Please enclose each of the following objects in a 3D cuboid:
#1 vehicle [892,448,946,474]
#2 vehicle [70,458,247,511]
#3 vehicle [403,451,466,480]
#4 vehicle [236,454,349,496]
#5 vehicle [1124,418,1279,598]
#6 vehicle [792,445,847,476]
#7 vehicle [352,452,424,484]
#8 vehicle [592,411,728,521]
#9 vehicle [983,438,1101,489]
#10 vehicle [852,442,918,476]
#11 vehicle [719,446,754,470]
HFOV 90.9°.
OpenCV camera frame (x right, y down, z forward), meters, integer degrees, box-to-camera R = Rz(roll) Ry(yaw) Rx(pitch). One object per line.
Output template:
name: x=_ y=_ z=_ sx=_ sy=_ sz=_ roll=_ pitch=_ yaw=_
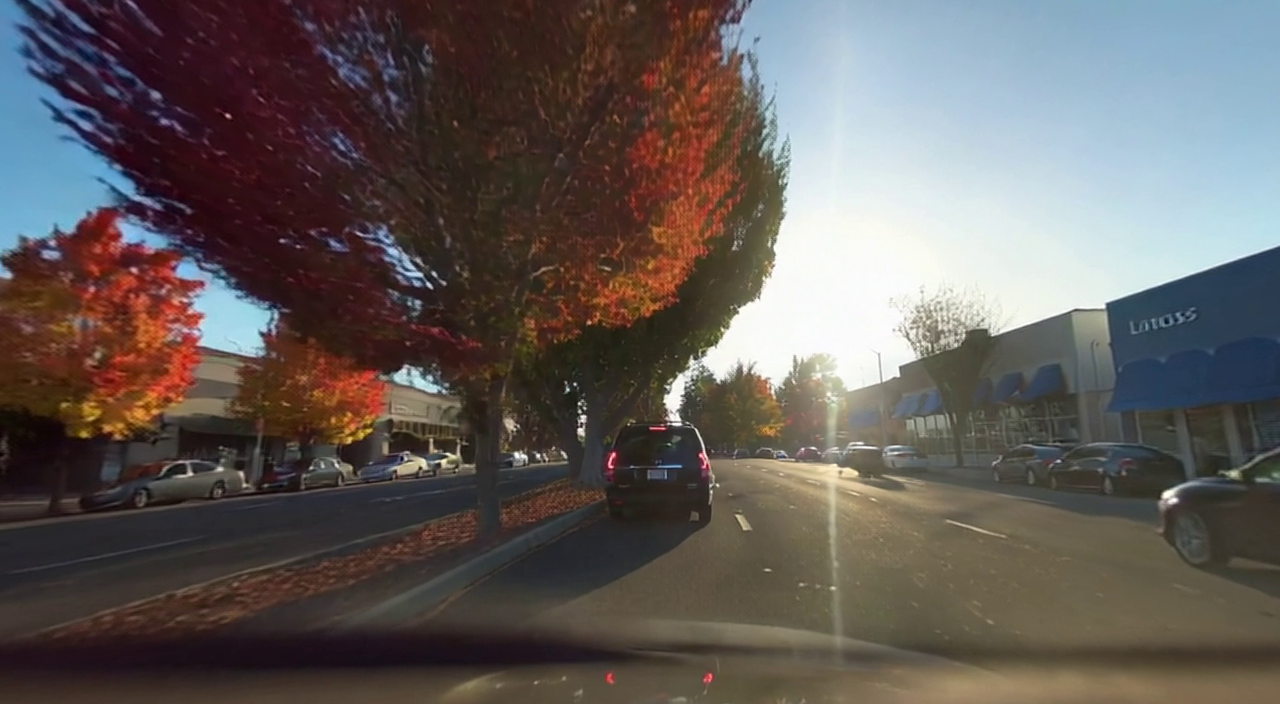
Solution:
vehicle: x=16.982 y=6.621 z=38.588 sx=1.916 sy=1.452 sz=3.811 roll=0 pitch=-9 yaw=6
vehicle: x=-14.766 y=4.054 z=19.710 sx=1.797 sy=1.351 sz=4.300 roll=-1 pitch=-8 yaw=7
vehicle: x=-12.746 y=7.026 z=39.464 sx=1.921 sy=1.621 sz=4.930 roll=-1 pitch=-8 yaw=5
vehicle: x=-14.034 y=4.966 z=25.844 sx=1.877 sy=1.445 sz=4.436 roll=-1 pitch=-8 yaw=4
vehicle: x=6.404 y=1.247 z=4.776 sx=1.928 sy=1.529 sz=4.917 roll=-1 pitch=-8 yaw=5
vehicle: x=9.300 y=5.637 z=33.060 sx=1.886 sy=1.464 sz=4.290 roll=-1 pitch=-8 yaw=4
vehicle: x=-13.436 y=6.179 z=33.888 sx=1.947 sy=1.558 sz=4.065 roll=-1 pitch=-8 yaw=4
vehicle: x=0.576 y=2.297 z=13.238 sx=2.344 sy=1.863 sz=4.665 roll=-1 pitch=-8 yaw=6
vehicle: x=15.250 y=4.208 z=24.265 sx=1.938 sy=1.755 sz=4.415 roll=-1 pitch=-8 yaw=5
vehicle: x=13.255 y=5.796 z=34.441 sx=2.040 sy=1.738 sz=4.414 roll=-1 pitch=-8 yaw=4
vehicle: x=7.042 y=7.773 z=46.354 sx=2.249 sy=1.621 sz=3.978 roll=-1 pitch=-8 yaw=5
